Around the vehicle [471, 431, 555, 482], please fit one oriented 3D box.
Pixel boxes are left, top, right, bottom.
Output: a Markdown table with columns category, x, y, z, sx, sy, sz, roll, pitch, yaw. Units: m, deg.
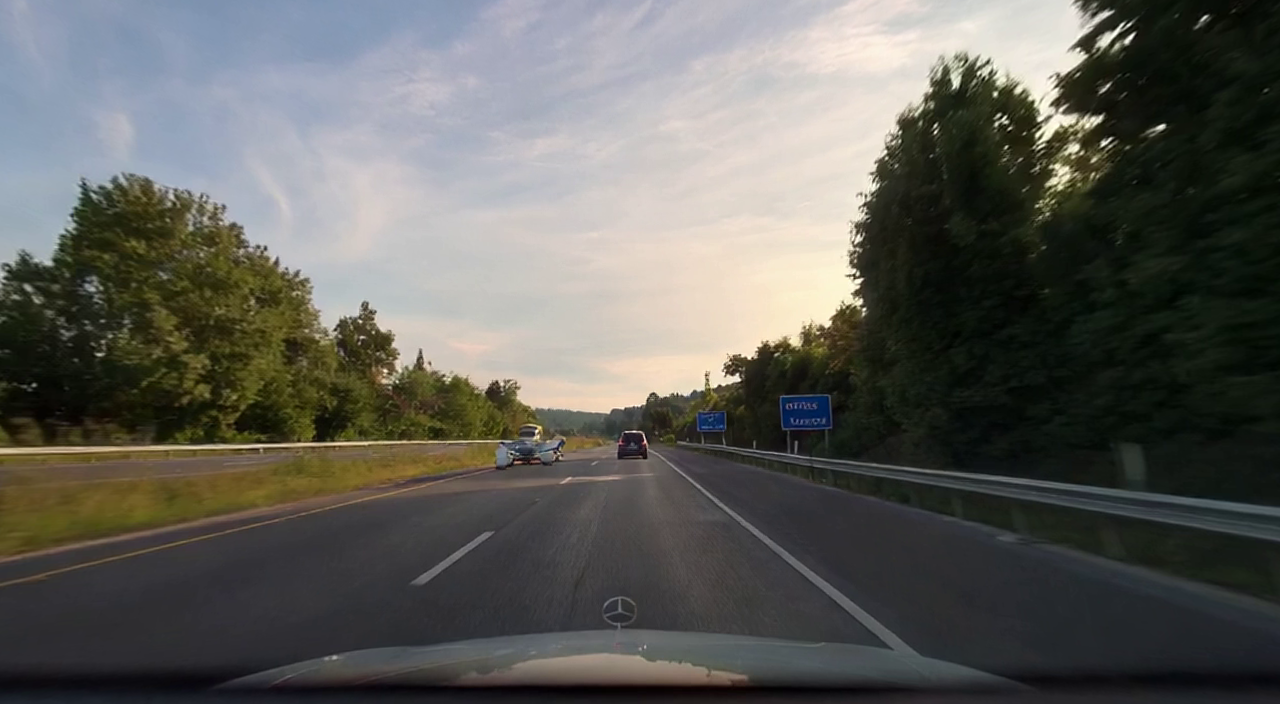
| category | x | y | z | sx | sy | sz | roll | pitch | yaw |
| --- | --- | --- | --- | --- | --- | --- | --- | --- | --- |
| vehicle | -4.245 | 3.550 | 21.757 | 2.062 | 1.567 | 4.117 | 0 | -8 | 0 |

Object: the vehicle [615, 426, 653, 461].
| category | x | y | z | sx | sy | sz | roll | pitch | yaw |
| --- | --- | --- | --- | --- | --- | --- | --- | --- | --- |
| vehicle | -0.372 | 5.613 | 38.678 | 2.223 | 1.957 | 4.416 | 0 | -8 | -1 |
